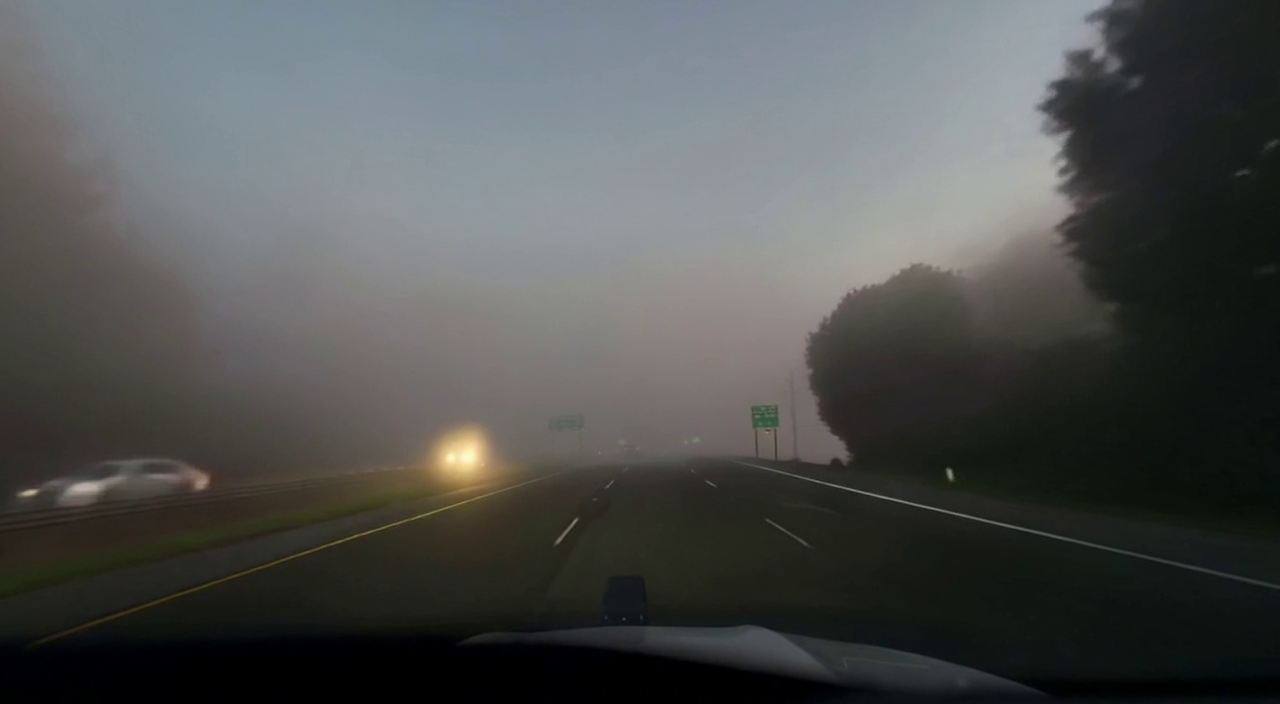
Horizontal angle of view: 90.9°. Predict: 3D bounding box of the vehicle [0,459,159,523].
[{"bbox_3d":[-16.991,3.986,18.547,1.904,1.490,4.703,-1,-8,1],"label":"vehicle"}]
